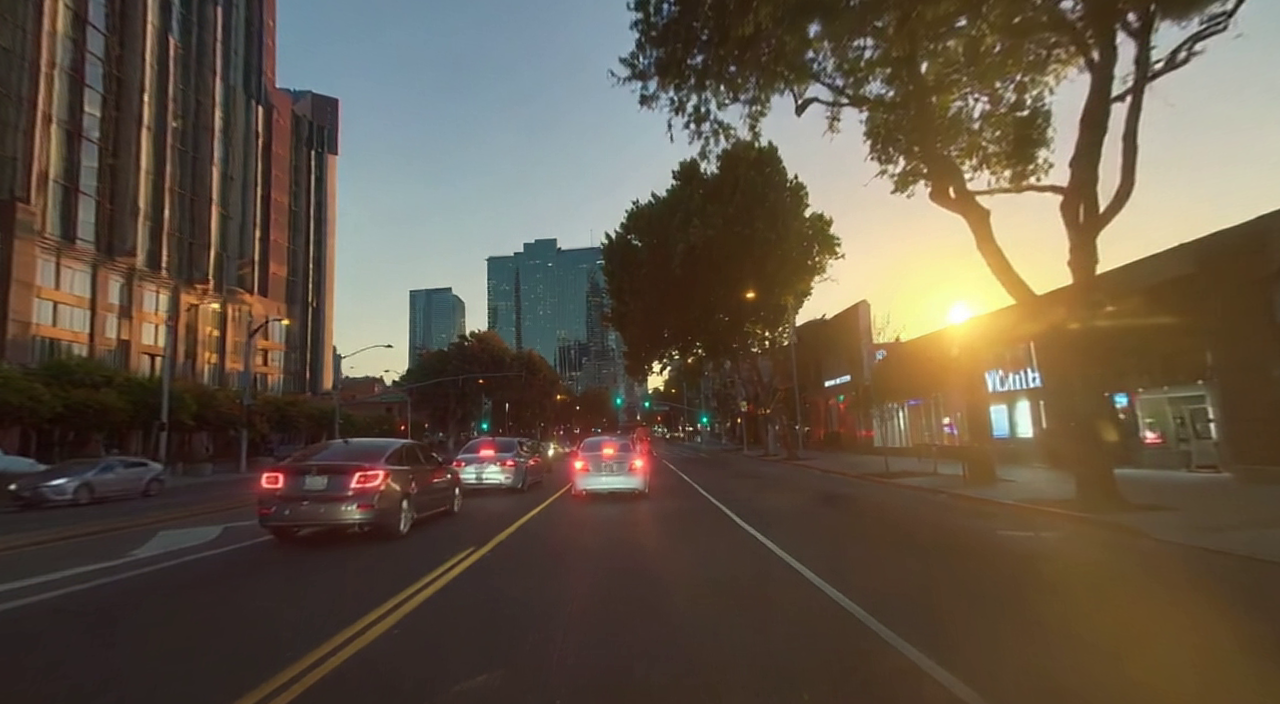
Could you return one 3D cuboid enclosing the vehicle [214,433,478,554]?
[{"bbox_3d":[-4.161,2.060,9.988,2.020,1.457,4.496,0,-9,0],"label":"vehicle"}]

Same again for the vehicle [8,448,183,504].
[{"bbox_3d":[-19.005,4.285,22.460,2.054,1.724,4.829,0,-9,-3],"label":"vehicle"}]

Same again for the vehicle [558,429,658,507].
[{"bbox_3d":[-0.665,2.662,14.873,2.042,1.555,3.912,0,-9,0],"label":"vehicle"}]

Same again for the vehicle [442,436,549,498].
[{"bbox_3d":[-3.768,3.073,17.258,1.950,1.487,4.130,0,-9,0],"label":"vehicle"}]
